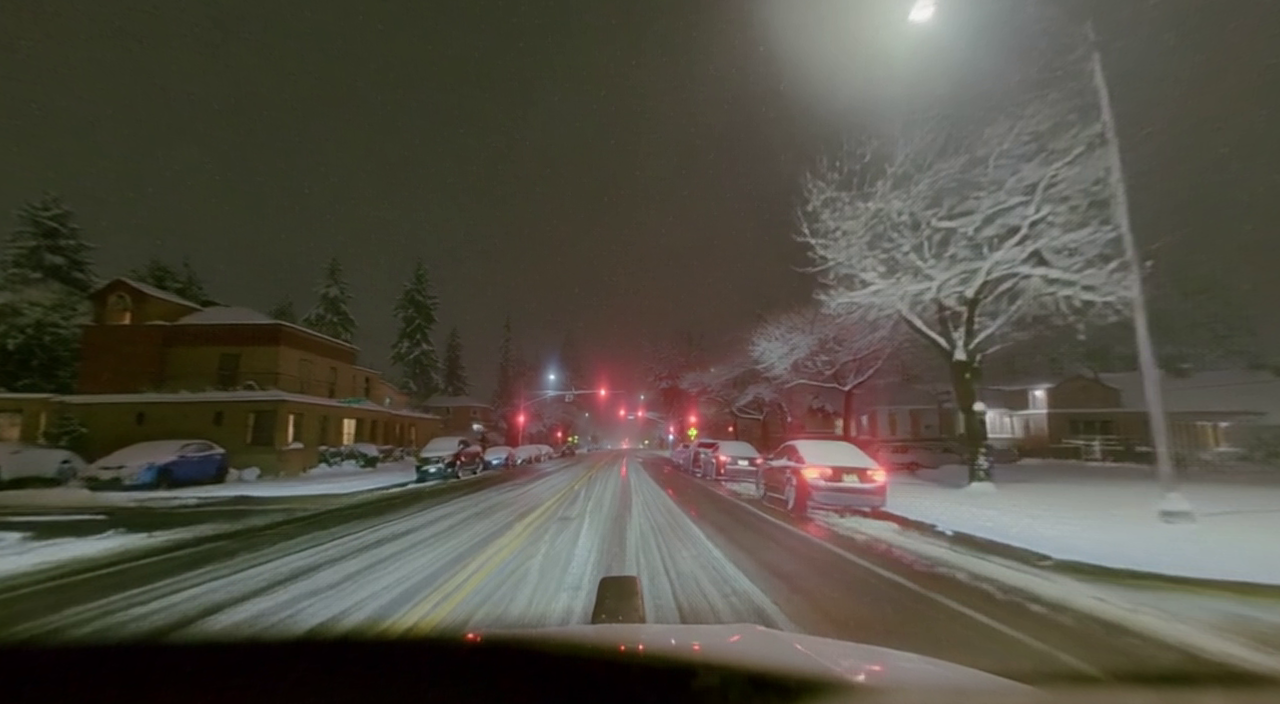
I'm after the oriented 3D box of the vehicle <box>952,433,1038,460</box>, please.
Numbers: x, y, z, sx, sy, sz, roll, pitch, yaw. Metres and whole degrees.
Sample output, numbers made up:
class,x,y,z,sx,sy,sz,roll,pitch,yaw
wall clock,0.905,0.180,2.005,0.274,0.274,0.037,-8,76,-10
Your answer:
class,x,y,z,sx,sy,sz,roll,pitch,yaw
vehicle,24.432,6.494,43.564,4.599,1.759,2.060,-1,-9,-1

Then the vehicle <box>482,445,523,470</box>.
class,x,y,z,sx,sy,sz,roll,pitch,yaw
vehicle,-8.634,6.624,40.022,1.860,1.476,4.594,1,-8,-4

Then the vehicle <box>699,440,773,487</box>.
class,x,y,z,sx,sy,sz,roll,pitch,yaw
vehicle,3.340,3.979,22.897,1.809,1.513,4.264,1,-8,-3

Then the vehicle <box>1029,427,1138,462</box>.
class,x,y,z,sx,sy,sz,roll,pitch,yaw
vehicle,24.493,5.116,35.006,4.476,1.795,2.055,0,-9,-2

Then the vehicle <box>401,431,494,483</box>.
class,x,y,z,sx,sy,sz,roll,pitch,yaw
vehicle,-8.199,4.516,27.585,2.420,2.004,5.615,0,-8,-2

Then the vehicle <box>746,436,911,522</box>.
class,x,y,z,sx,sy,sz,roll,pitch,yaw
vehicle,3.777,2.613,13.612,1.955,1.536,4.395,1,-8,-4

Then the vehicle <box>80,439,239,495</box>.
class,x,y,z,sx,sy,sz,roll,pitch,yaw
vehicle,-14.693,3.507,19.648,1.848,1.562,3.827,0,-8,1
